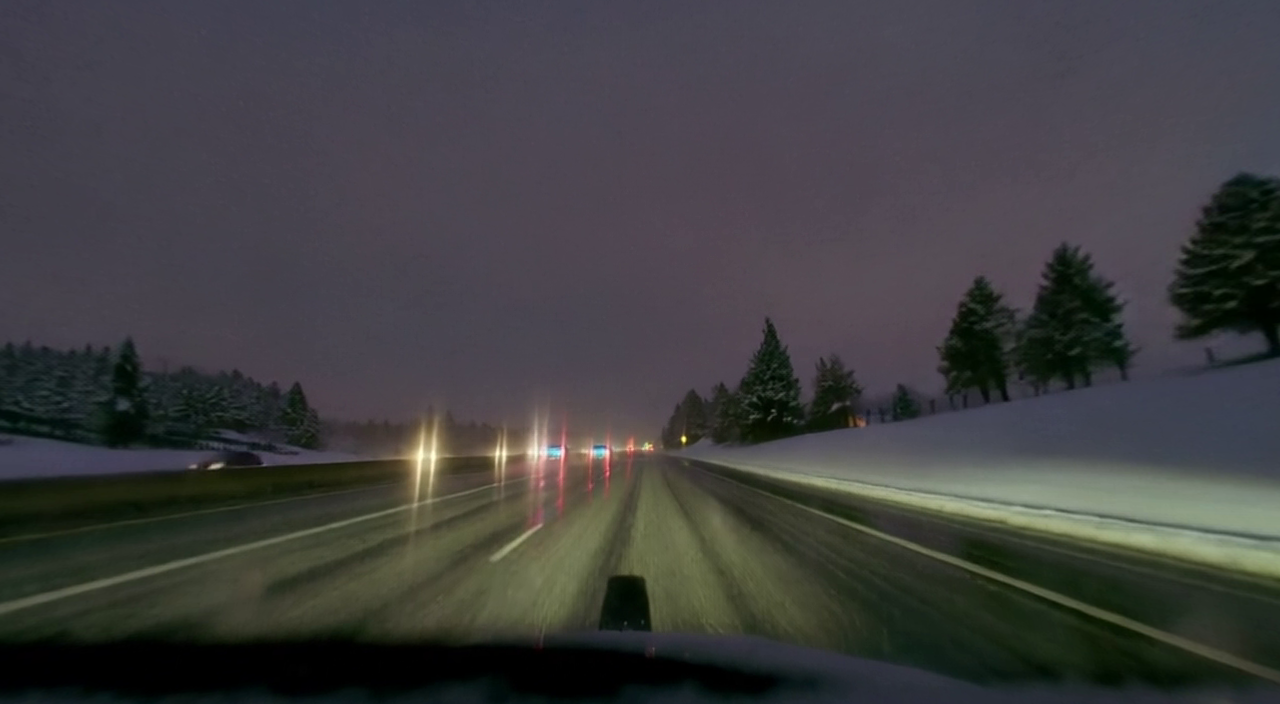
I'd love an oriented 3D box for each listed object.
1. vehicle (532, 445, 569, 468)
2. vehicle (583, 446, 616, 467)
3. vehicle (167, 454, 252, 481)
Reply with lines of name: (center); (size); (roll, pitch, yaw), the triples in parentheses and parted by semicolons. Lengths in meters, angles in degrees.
vehicle: (-6.693, 7.860, 47.581); (2.075, 1.646, 4.405); (-1, -8, 2)
vehicle: (-3.171, 8.216, 49.695); (2.184, 1.554, 4.350); (-1, -8, 2)
vehicle: (-26.530, 7.096, 39.085); (1.887, 1.463, 4.733); (-1, -8, 1)
